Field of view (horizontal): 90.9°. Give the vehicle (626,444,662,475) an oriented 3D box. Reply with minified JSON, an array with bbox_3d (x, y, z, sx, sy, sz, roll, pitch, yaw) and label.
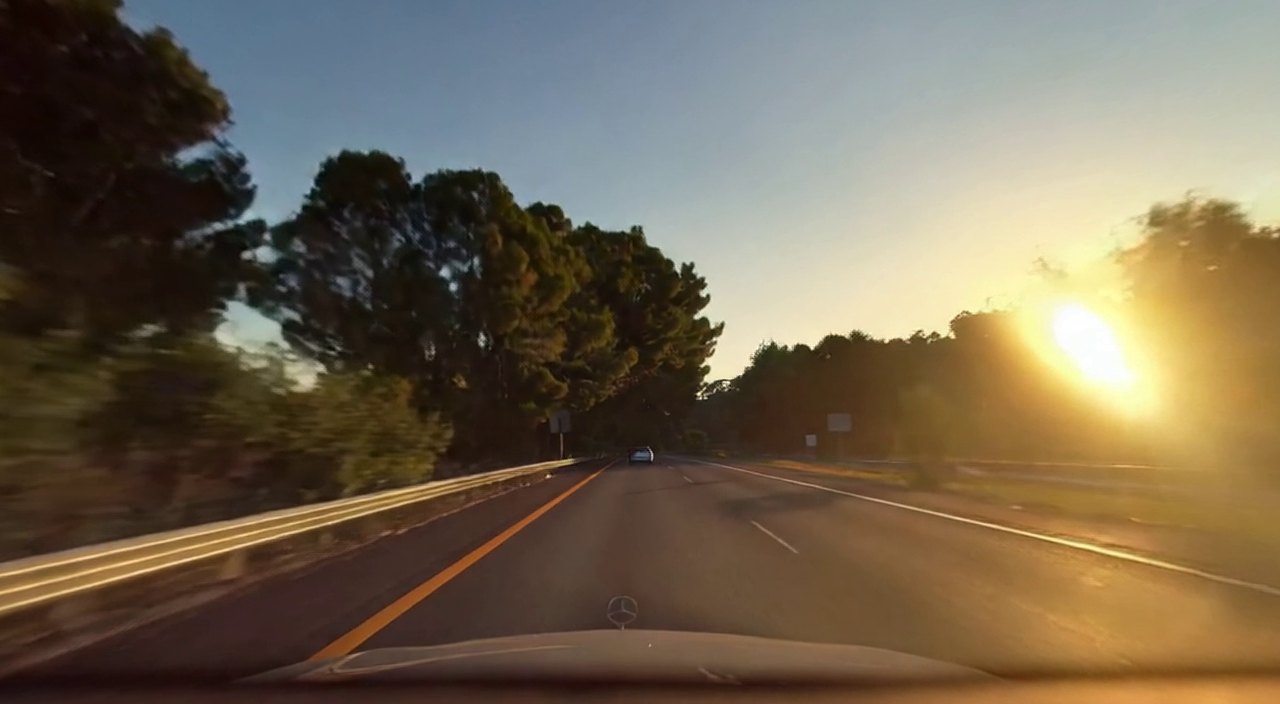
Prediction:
[{"bbox_3d":[0.216,6.171,36.253,1.987,1.658,3.620,0,-9,0],"label":"vehicle"}]
